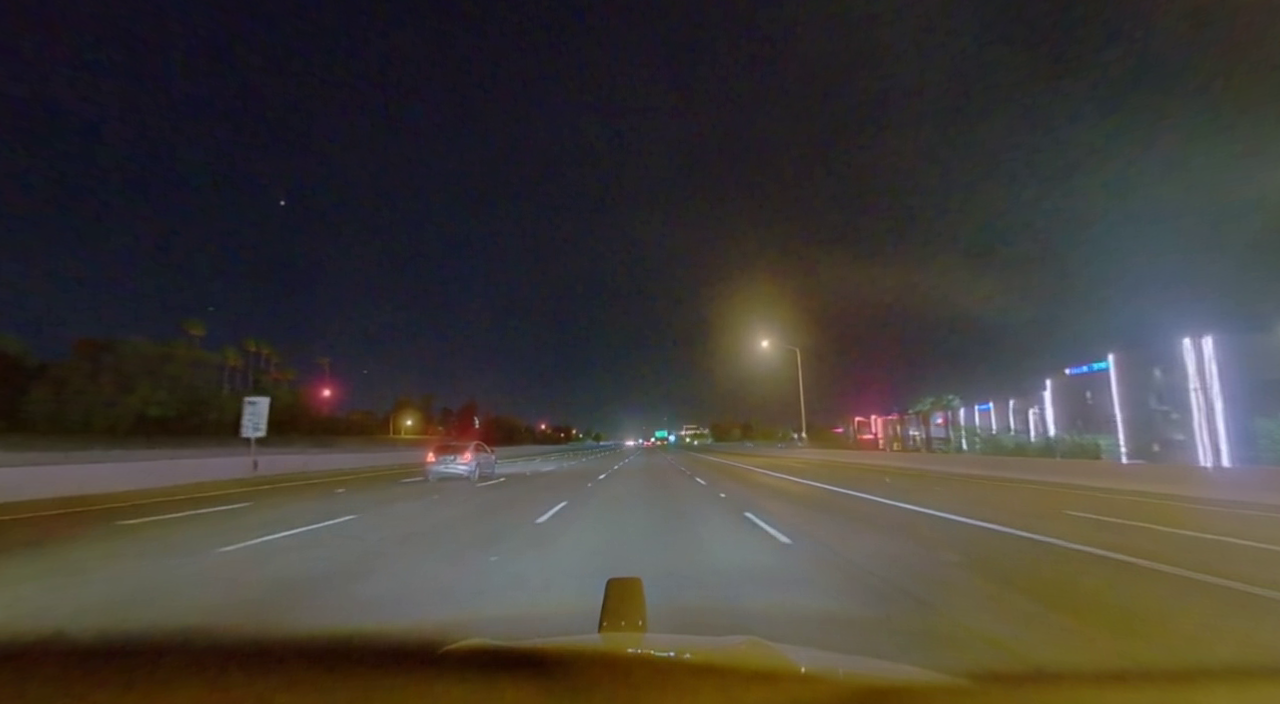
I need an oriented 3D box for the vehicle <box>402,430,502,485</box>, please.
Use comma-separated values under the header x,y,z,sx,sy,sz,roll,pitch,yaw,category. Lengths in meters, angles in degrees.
x,y,z,sx,sy,sz,roll,pitch,yaw,category
-6.747,3.839,23.279,2.145,1.793,4.762,-1,-8,1,vehicle
